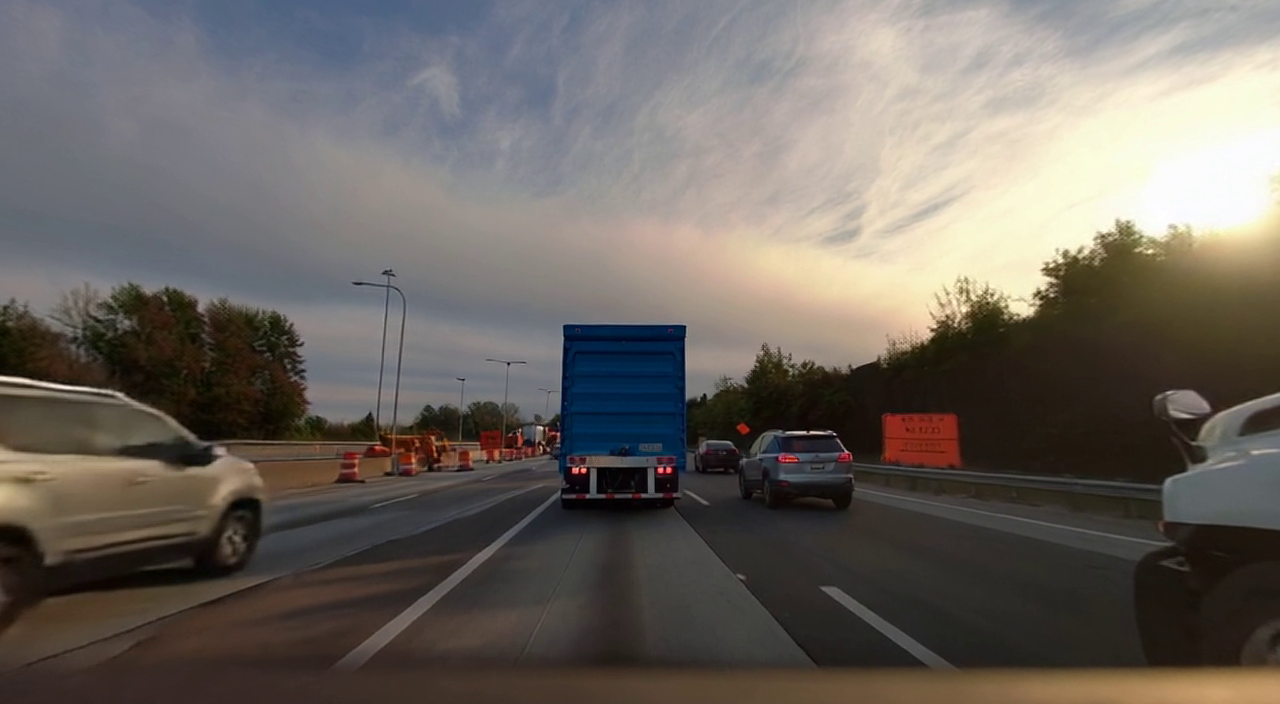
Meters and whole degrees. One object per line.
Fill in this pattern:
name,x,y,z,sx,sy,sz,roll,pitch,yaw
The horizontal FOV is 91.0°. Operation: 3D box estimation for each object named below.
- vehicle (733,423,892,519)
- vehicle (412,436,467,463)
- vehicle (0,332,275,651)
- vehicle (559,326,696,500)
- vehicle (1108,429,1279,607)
vehicle,3.459,2.487,13.605,2.103,1.713,4.173,1,-9,-2
vehicle,-14.018,6.842,44.274,2.054,1.708,4.663,2,-8,3
vehicle,-5.198,0.829,3.713,2.421,1.965,5.980,0,-9,1
vehicle,-0.440,2.112,19.364,3.067,3.940,10.154,1,-9,-2
vehicle,7.090,1.475,5.352,2.070,1.632,4.774,2,-9,-9
